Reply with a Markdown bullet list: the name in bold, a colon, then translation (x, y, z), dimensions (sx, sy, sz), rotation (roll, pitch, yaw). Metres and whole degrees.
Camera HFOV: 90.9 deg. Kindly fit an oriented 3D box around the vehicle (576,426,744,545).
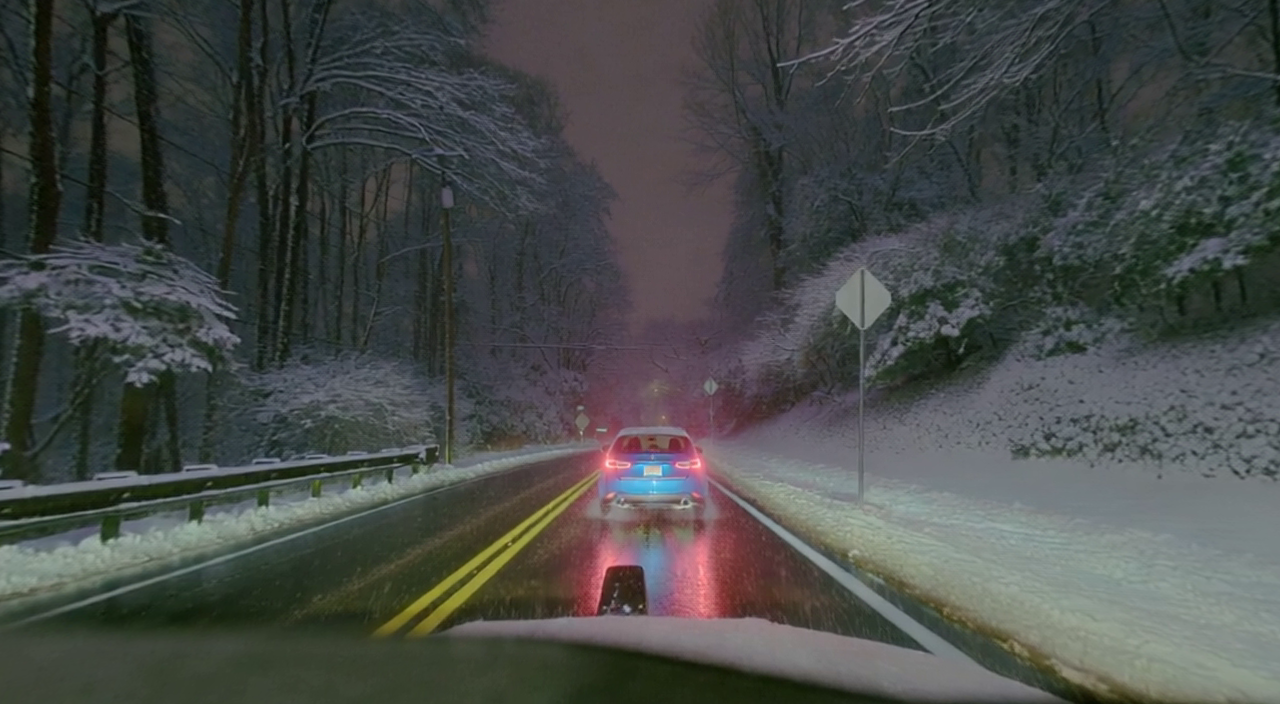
- **vehicle**: translation (0.284, 2.030, 10.164), dimensions (2.187, 1.533, 3.726), rotation (0, -8, 1)
